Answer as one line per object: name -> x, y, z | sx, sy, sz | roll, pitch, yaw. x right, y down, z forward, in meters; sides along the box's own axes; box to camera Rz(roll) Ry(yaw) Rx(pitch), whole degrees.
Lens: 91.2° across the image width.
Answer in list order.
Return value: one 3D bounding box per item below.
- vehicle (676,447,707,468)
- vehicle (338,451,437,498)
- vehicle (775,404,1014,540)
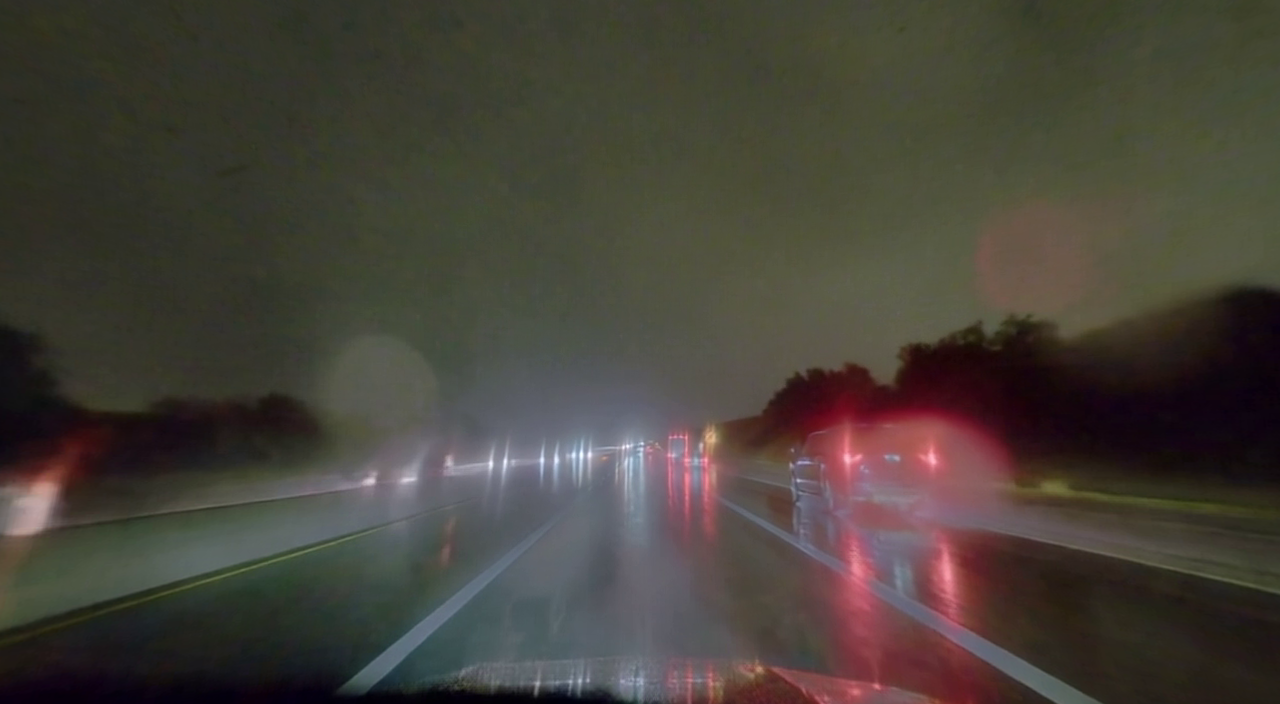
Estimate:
vehicle -> 3.903, 8.042, 47.763 | 1.917, 1.488, 3.693 | 0, -9, -2
vehicle -> -8.776, 4.252, 22.134 | 1.850, 1.509, 3.898 | 0, -9, 0
vehicle -> 4.170, 2.114, 11.549 | 2.177, 1.914, 5.245 | 0, -9, 0
